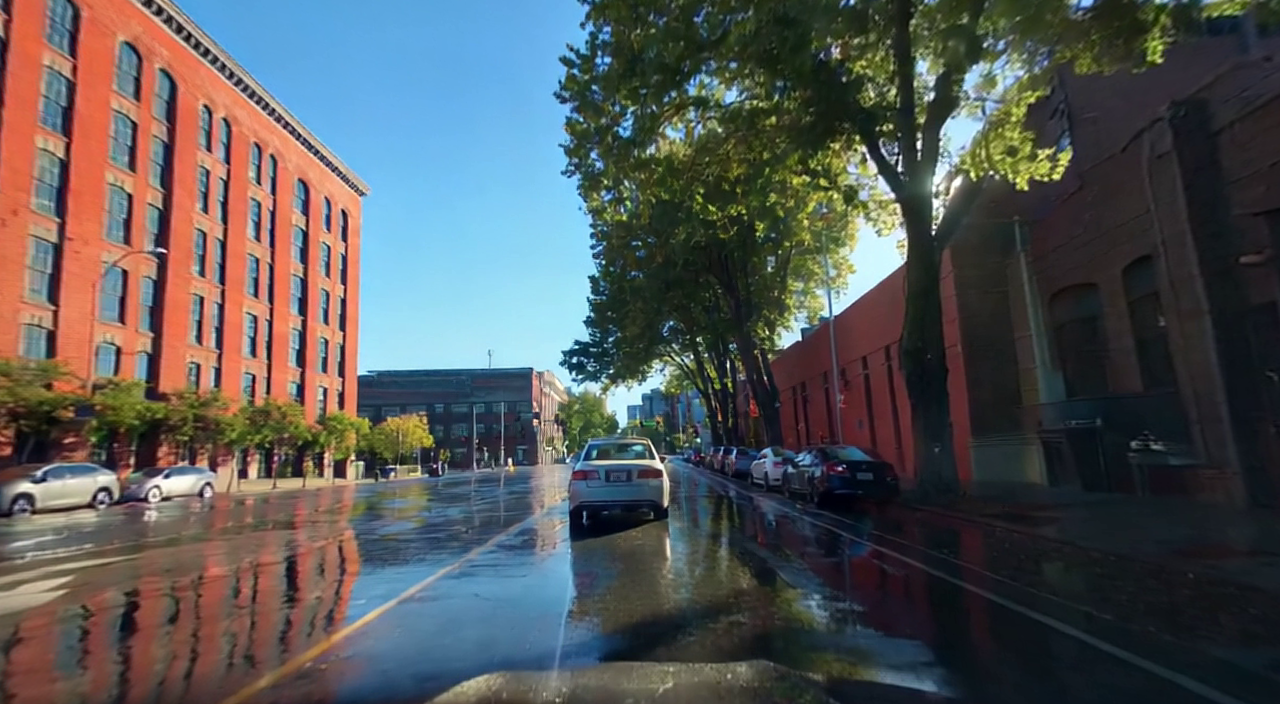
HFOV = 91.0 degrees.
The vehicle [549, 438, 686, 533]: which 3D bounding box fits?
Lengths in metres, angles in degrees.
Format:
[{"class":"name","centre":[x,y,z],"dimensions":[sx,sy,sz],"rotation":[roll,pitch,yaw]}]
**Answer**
[{"class":"vehicle","centre":[-0.369,2.491,12.353],"dimensions":[2.230,1.518,4.113],"rotation":[0,-9,0]}]

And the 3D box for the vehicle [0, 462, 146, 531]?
[{"class":"vehicle","centre":[-17.596,4.173,18.764],"dimensions":[1.909,1.658,4.559],"rotation":[0,-9,1]}]

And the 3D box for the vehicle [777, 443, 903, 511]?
[{"class":"vehicle","centre":[4.931,3.110,16.162],"dimensions":[1.832,1.491,4.054],"rotation":[1,-9,-1]}]

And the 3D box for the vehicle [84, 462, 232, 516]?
[{"class":"vehicle","centre":[-17.977,5.097,23.832],"dimensions":[2.011,1.727,4.449],"rotation":[1,-9,0]}]
